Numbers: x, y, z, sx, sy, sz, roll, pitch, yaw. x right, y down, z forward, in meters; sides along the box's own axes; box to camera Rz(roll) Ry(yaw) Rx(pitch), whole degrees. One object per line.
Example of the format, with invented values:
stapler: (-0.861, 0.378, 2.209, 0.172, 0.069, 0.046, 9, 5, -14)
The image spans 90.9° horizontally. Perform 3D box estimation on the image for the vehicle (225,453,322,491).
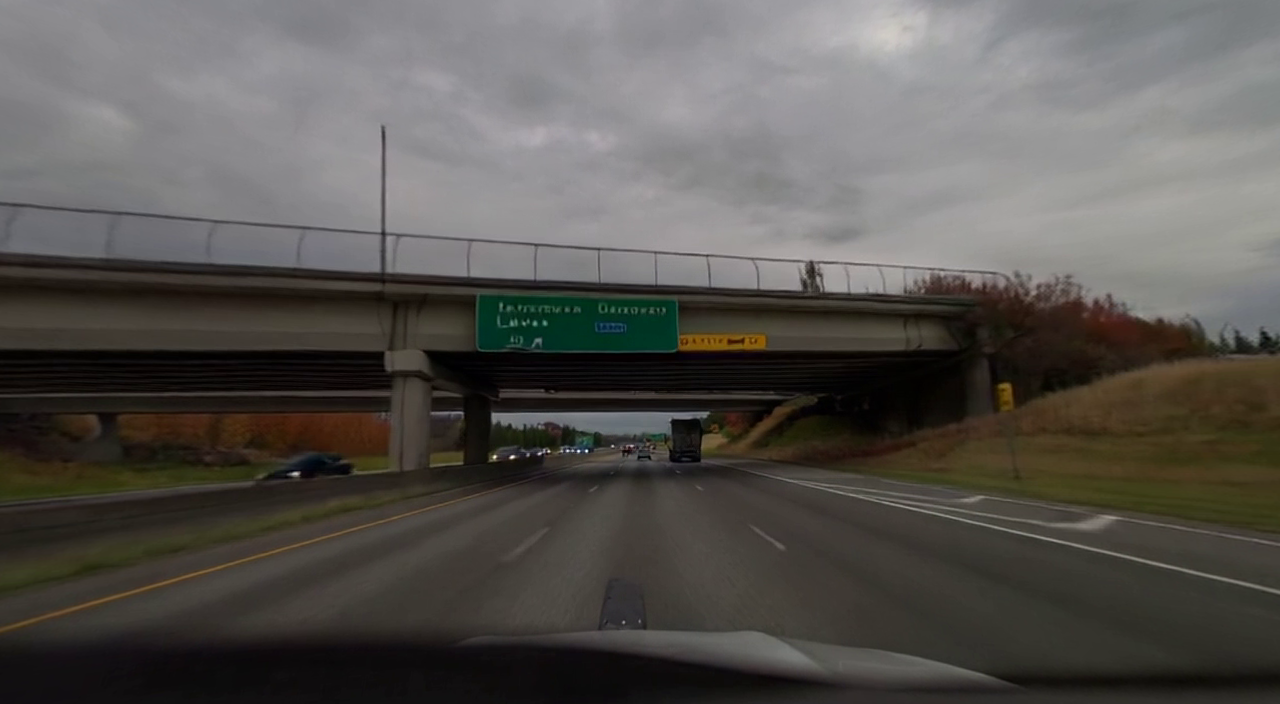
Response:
vehicle: (-15.652, 5.097, 27.154, 1.787, 1.464, 3.914, 0, -9, 0)
